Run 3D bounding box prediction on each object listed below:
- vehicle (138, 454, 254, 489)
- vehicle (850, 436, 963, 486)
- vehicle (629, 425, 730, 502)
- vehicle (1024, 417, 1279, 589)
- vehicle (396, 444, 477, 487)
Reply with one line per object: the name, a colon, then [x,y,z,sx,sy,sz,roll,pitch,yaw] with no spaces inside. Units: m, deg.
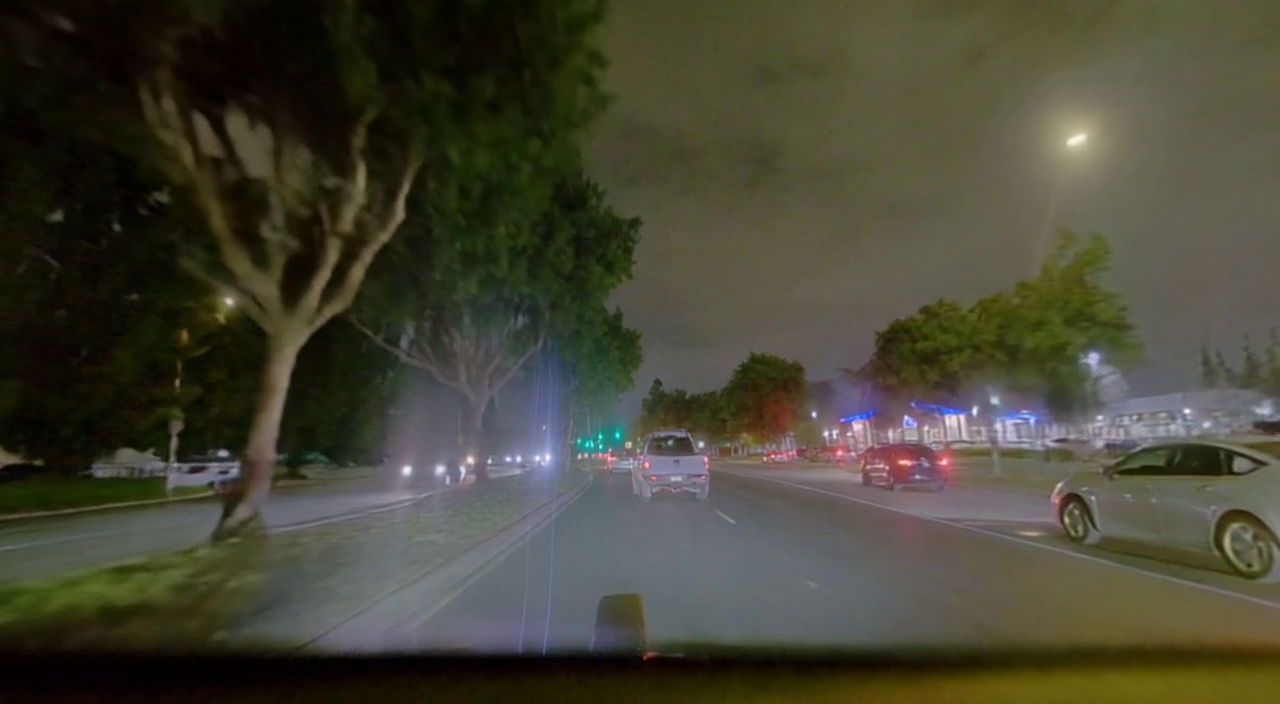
vehicle: [-26.876,7.180,38.303,5.966,1.957,2.305,-2,-9,14]
vehicle: [9.074,3.741,22.008,1.894,1.517,4.419,0,-8,-2]
vehicle: [0.945,3.141,18.283,2.300,1.870,4.936,0,-8,-3]
vehicle: [6.575,1.514,6.882,1.994,1.488,4.313,0,-8,-1]
vehicle: [-8.944,4.999,28.220,2.196,1.717,4.453,0,-8,-1]
